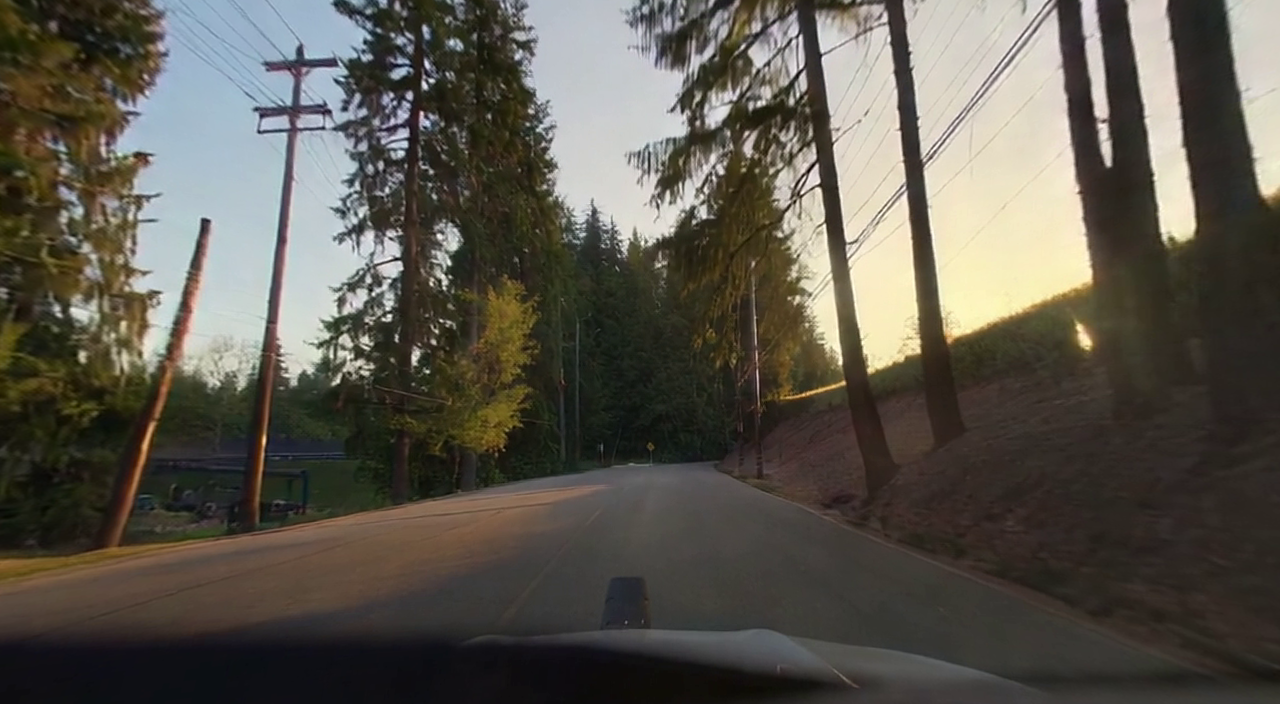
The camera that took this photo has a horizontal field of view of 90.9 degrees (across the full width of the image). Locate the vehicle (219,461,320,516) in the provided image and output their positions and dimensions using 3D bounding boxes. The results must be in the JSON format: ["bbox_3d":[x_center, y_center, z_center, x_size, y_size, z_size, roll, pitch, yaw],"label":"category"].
[{"bbox_3d":[-13.423,4.918,23.147,2.058,1.654,4.273,2,-9,-15],"label":"vehicle"}]
